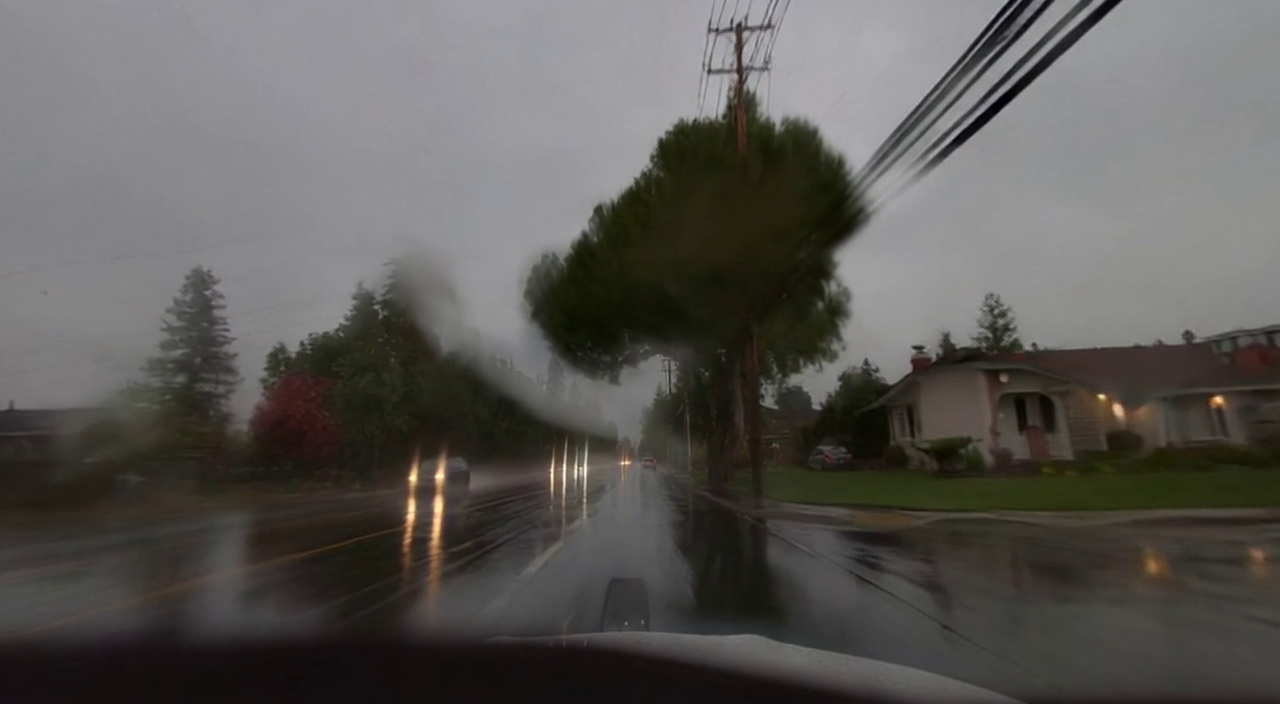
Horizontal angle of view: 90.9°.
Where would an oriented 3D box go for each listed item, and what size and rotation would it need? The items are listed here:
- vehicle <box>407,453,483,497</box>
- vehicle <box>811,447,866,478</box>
[{"bbox_3d":[-9.114,5.773,29.896,2.057,1.865,4.626,-1,-10,1],"label":"vehicle"},{"bbox_3d":[10.816,6.083,34.517,1.737,1.633,3.268,1,-11,-4],"label":"vehicle"}]
